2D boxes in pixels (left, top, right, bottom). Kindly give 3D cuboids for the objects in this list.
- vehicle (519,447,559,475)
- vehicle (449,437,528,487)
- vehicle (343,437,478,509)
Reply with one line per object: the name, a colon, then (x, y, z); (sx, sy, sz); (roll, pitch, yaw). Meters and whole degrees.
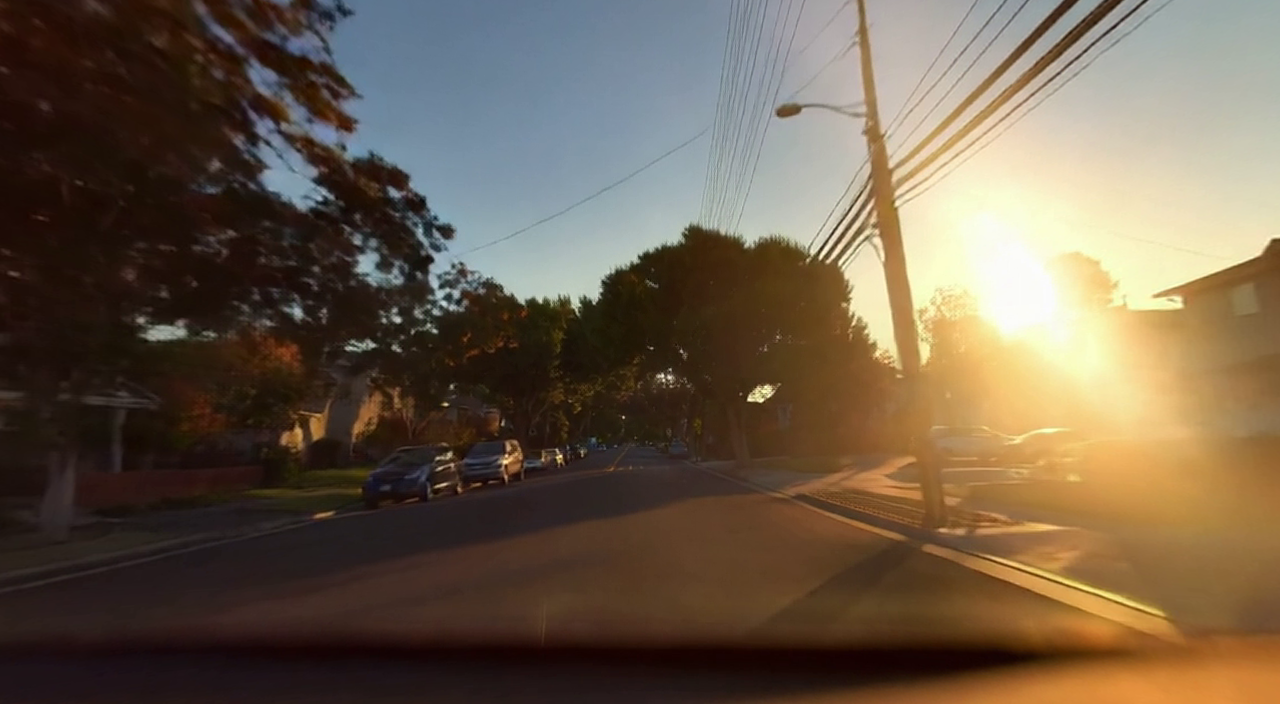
vehicle: (-6.813, 7.359, 42.909); (1.852, 1.510, 4.812); (-4, -7, -1)
vehicle: (-6.642, 4.845, 28.417); (2.144, 1.955, 6.159); (0, -7, -1)
vehicle: (-6.666, 3.528, 19.102); (2.120, 1.799, 5.370); (-1, -8, 0)
